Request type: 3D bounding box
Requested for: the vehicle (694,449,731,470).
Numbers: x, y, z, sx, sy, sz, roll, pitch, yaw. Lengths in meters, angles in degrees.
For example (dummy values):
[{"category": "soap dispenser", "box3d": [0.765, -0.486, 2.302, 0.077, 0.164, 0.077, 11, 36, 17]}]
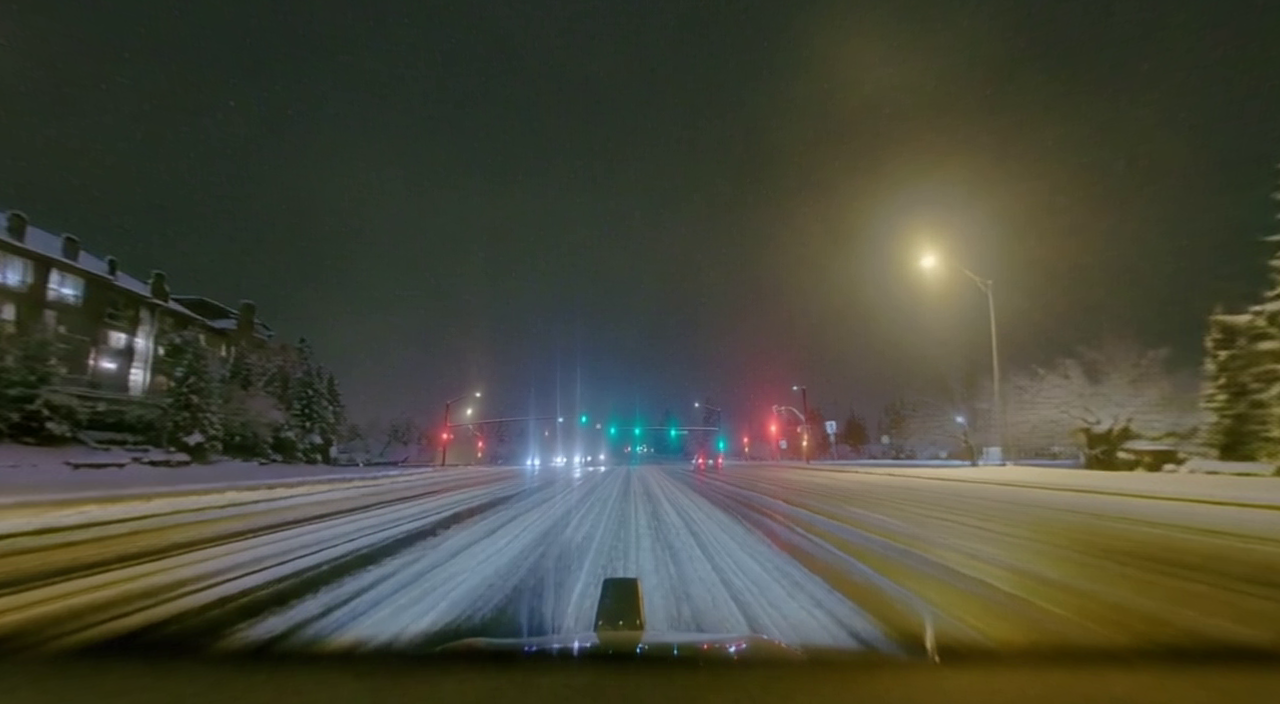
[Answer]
[{"category": "vehicle", "box3d": [5.532, 8.296, 48.972, 2.187, 1.475, 4.529, 0, -9, -2]}]
